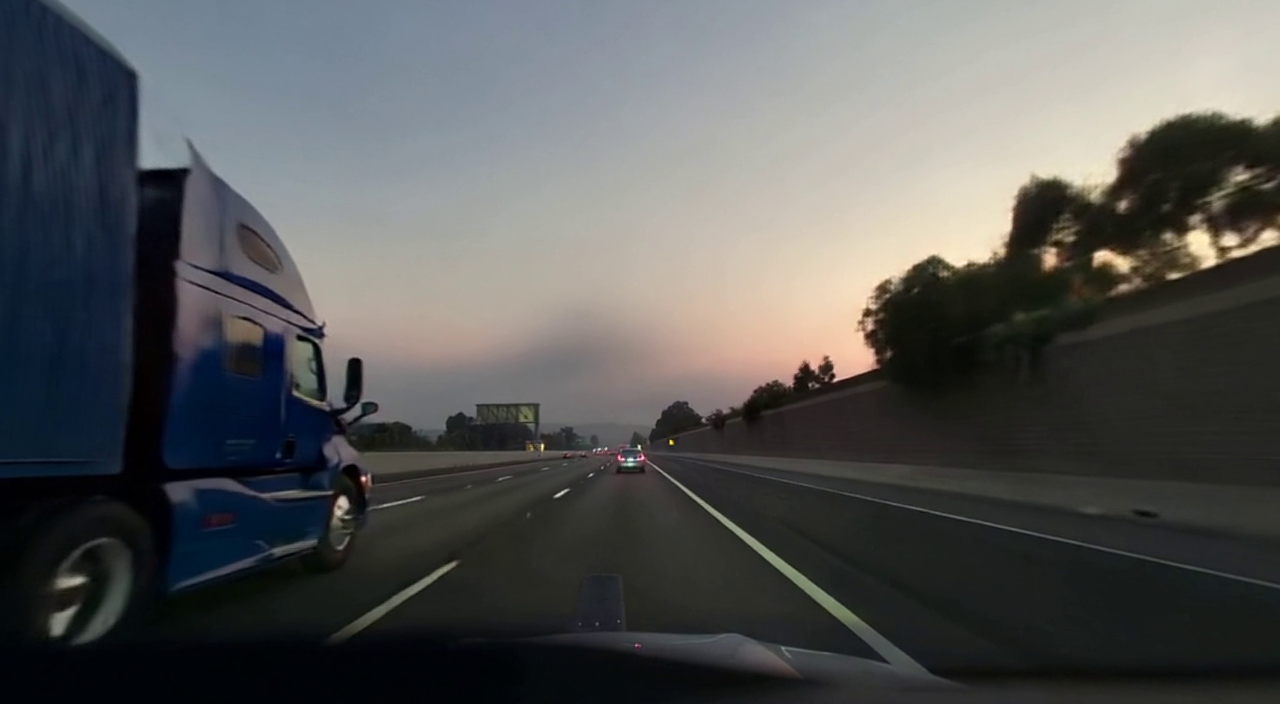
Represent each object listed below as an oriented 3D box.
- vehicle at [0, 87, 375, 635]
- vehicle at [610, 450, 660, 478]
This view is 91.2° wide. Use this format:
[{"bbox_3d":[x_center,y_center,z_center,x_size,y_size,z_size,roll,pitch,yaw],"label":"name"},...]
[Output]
[{"bbox_3d":[-4.183,0.134,4.911,3.036,3.291,2.419,0,-9,-2],"label":"vehicle"},{"bbox_3d":[-0.293,5.812,32.864,2.398,1.336,5.698,0,-9,-1],"label":"vehicle"}]
